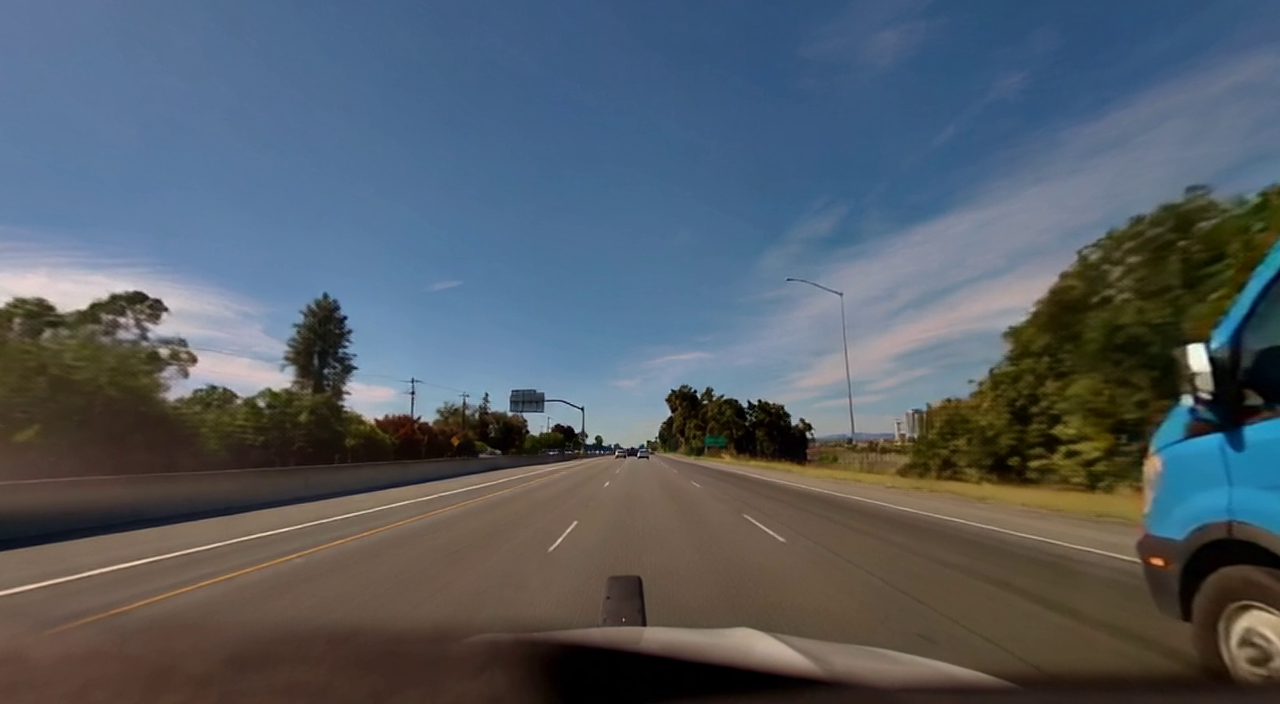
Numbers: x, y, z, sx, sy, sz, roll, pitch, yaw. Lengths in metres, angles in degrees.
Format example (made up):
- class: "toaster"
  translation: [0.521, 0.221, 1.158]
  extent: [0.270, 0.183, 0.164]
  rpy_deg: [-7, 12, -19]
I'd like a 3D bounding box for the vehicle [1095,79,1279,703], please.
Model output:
- class: "vehicle"
  translation: [3.994, -0.144, 0.152]
  extent: [2.527, 2.809, 6.831]
  rpy_deg: [0, -9, 0]
